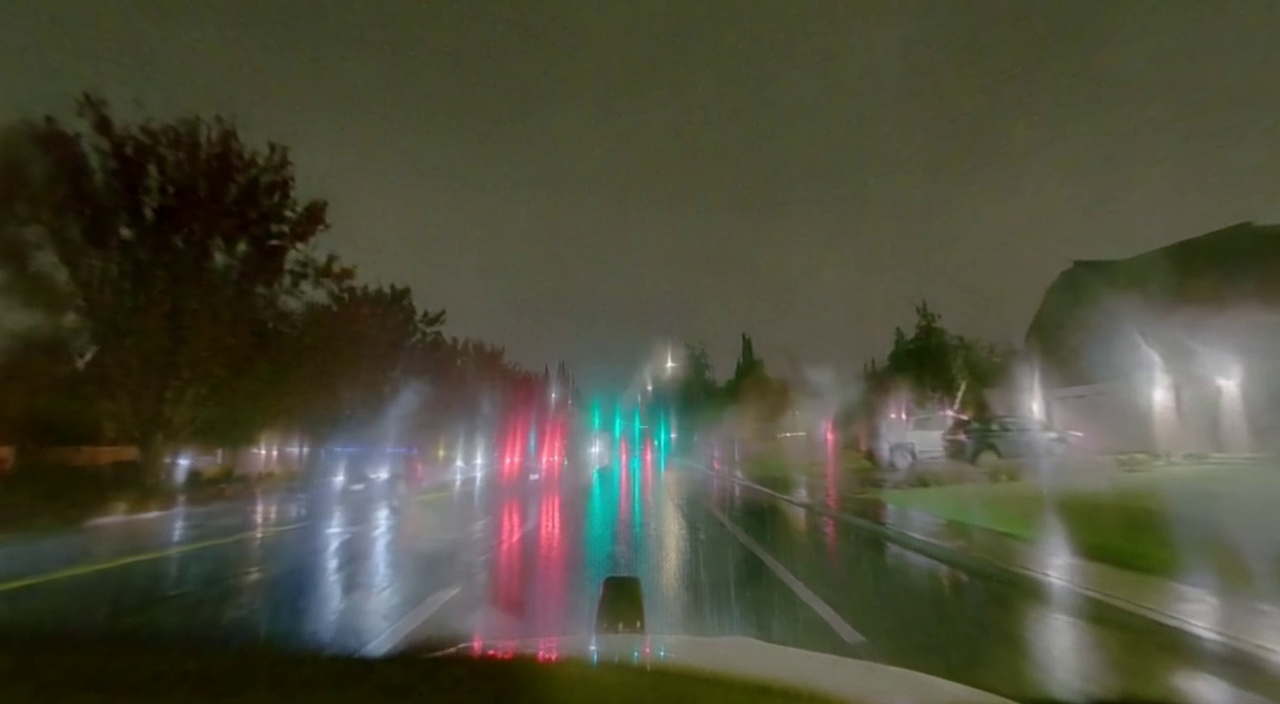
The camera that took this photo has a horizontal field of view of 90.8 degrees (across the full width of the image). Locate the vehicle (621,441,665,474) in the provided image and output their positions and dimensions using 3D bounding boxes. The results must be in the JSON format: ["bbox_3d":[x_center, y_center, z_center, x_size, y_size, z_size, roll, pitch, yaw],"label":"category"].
[{"bbox_3d":[0.110,5.223,31.580,2.062,1.518,3.901,0,-8,0],"label":"vehicle"}]

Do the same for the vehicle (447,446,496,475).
[{"bbox_3d":[-11.863,7.628,44.777,2.070,1.752,4.629,-5,-8,0],"label":"vehicle"}]

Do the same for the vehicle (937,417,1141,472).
[{"bbox_3d":[11.326,2.660,18.203,4.573,1.461,1.867,0,-8,0],"label":"vehicle"}]

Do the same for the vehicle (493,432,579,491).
[{"bbox_3d":[-3.388,3.673,21.583,2.157,1.771,4.452,0,-8,0],"label":"vehicle"}]

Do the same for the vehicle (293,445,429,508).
[{"bbox_3d":[-8.159,3.640,19.022,1.983,1.538,4.575,-3,-8,1],"label":"vehicle"}]

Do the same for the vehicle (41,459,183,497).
[{"bbox_3d":[-22.793,5.433,27.405,4.370,1.496,1.887,0,-8,-3],"label":"vehicle"}]
